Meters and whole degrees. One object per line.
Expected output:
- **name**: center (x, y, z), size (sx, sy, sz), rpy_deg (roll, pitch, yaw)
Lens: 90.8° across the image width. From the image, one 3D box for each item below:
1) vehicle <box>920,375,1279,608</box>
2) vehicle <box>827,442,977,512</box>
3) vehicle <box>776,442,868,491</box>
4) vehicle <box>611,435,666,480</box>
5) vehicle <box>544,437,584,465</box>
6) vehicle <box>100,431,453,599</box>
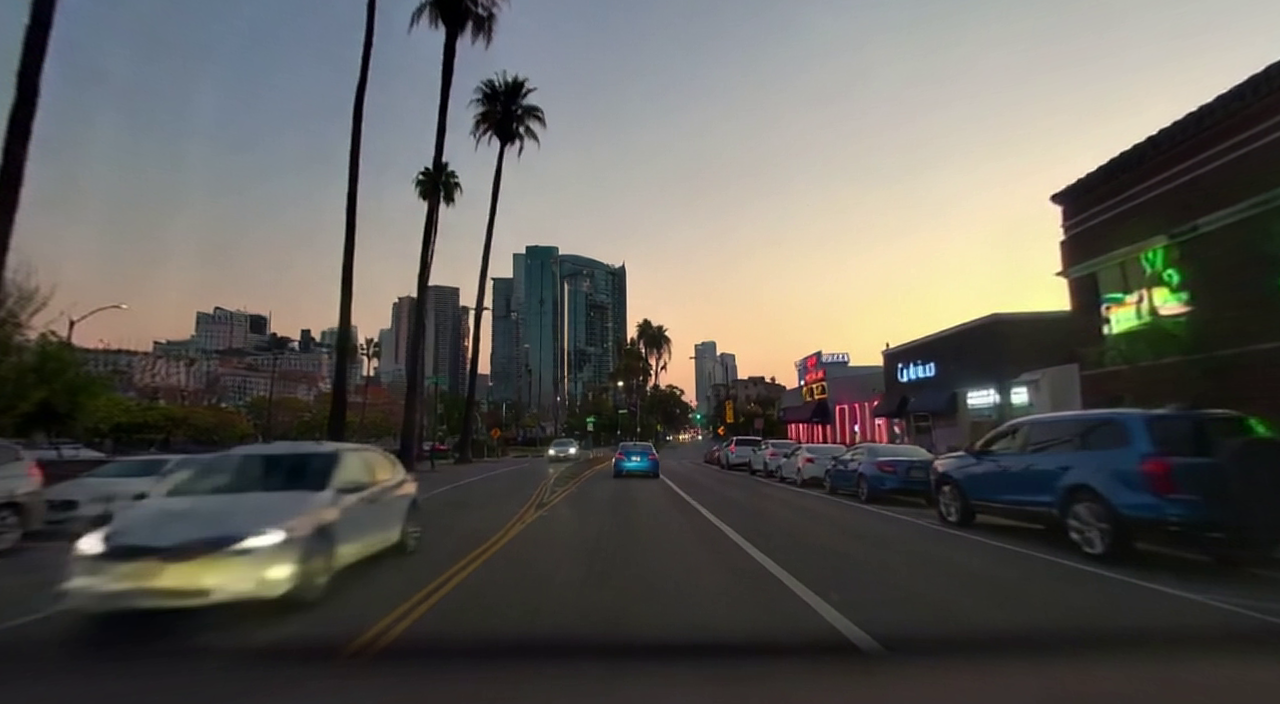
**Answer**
- **vehicle**: center (6.325, 1.668, 8.641), size (2.257, 2.074, 5.857), rpy_deg (0, -8, 0)
- **vehicle**: center (6.317, 3.029, 15.887), size (1.810, 1.472, 4.422), rpy_deg (0, -8, -1)
- **vehicle**: center (6.192, 3.919, 22.027), size (1.885, 1.506, 4.302), rpy_deg (0, -8, 0)
- **vehicle**: center (-0.079, 4.346, 26.269), size (2.063, 1.664, 4.471), rpy_deg (0, -8, -1)
- **vehicle**: center (-5.160, 6.832, 43.600), size (2.188, 1.797, 4.358), rpy_deg (0, -8, 1)
- **vehicle**: center (-3.877, 1.767, 7.833), size (1.916, 1.453, 4.315), rpy_deg (0, -8, -2)
